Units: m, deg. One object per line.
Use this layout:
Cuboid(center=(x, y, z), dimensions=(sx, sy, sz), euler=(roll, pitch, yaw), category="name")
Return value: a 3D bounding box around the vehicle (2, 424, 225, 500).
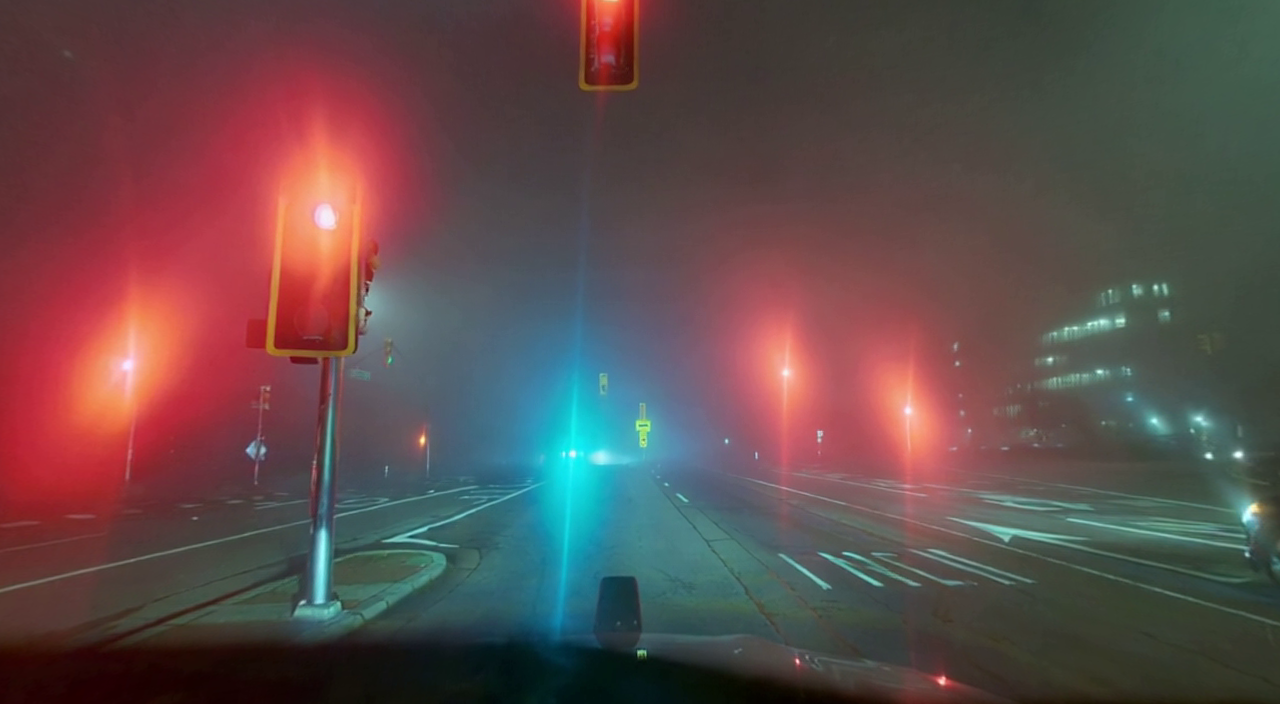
Cuboid(center=(-22.960, 4.821, 27.688), dimensions=(7.088, 3.096, 2.678), euler=(0, -9, -3), category="vehicle")
